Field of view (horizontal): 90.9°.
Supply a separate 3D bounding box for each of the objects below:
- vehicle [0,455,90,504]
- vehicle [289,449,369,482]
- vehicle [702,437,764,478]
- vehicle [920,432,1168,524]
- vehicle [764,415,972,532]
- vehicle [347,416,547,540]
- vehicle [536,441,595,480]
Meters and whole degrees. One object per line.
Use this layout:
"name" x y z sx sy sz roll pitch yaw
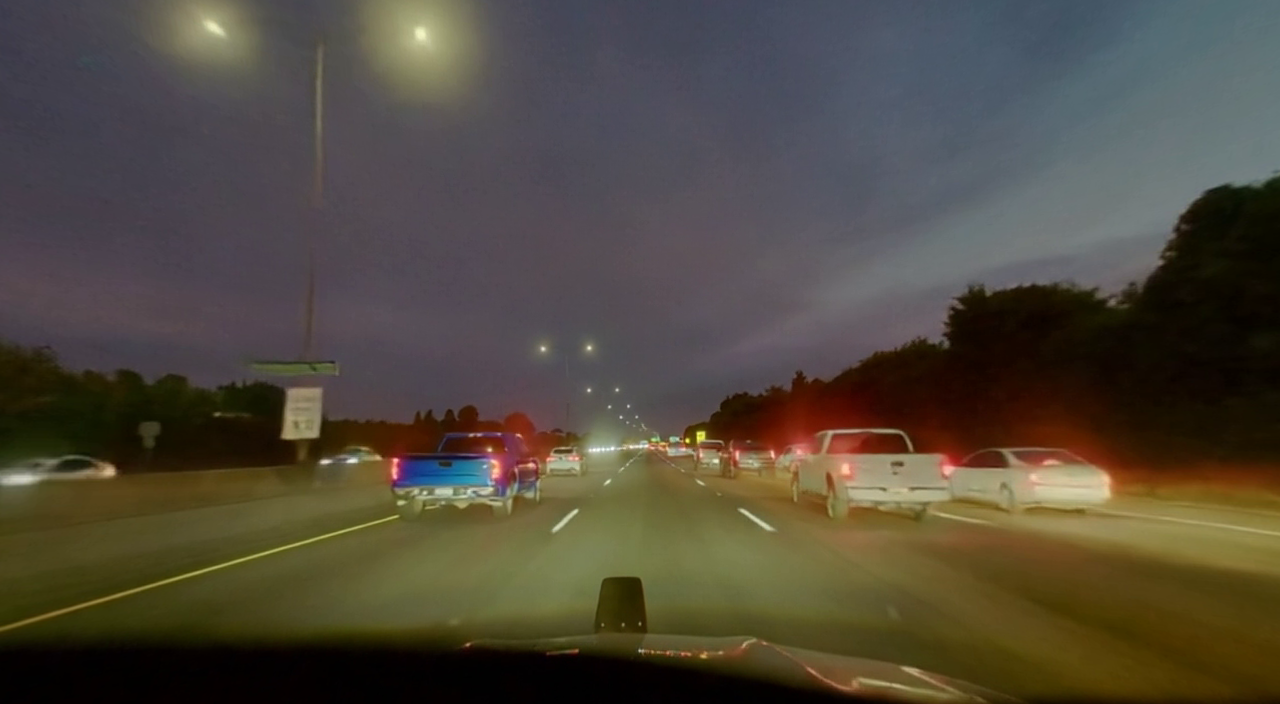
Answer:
"vehicle" -23.649 4.747 23.593 1.957 1.682 4.535 -1 -8 1
"vehicle" -15.829 5.762 32.366 1.801 1.551 4.440 -1 -8 1
"vehicle" 4.118 4.739 28.627 2.023 1.670 4.869 0 -8 -1
"vehicle" 7.599 2.392 12.594 1.904 1.473 4.598 0 -8 0
"vehicle" 3.976 2.217 12.122 2.144 1.752 4.765 0 -8 -1
"vehicle" -3.160 2.179 11.588 2.139 1.764 4.707 -1 -8 1
"vehicle" -3.263 4.872 28.614 1.974 1.589 5.047 -1 -8 1
